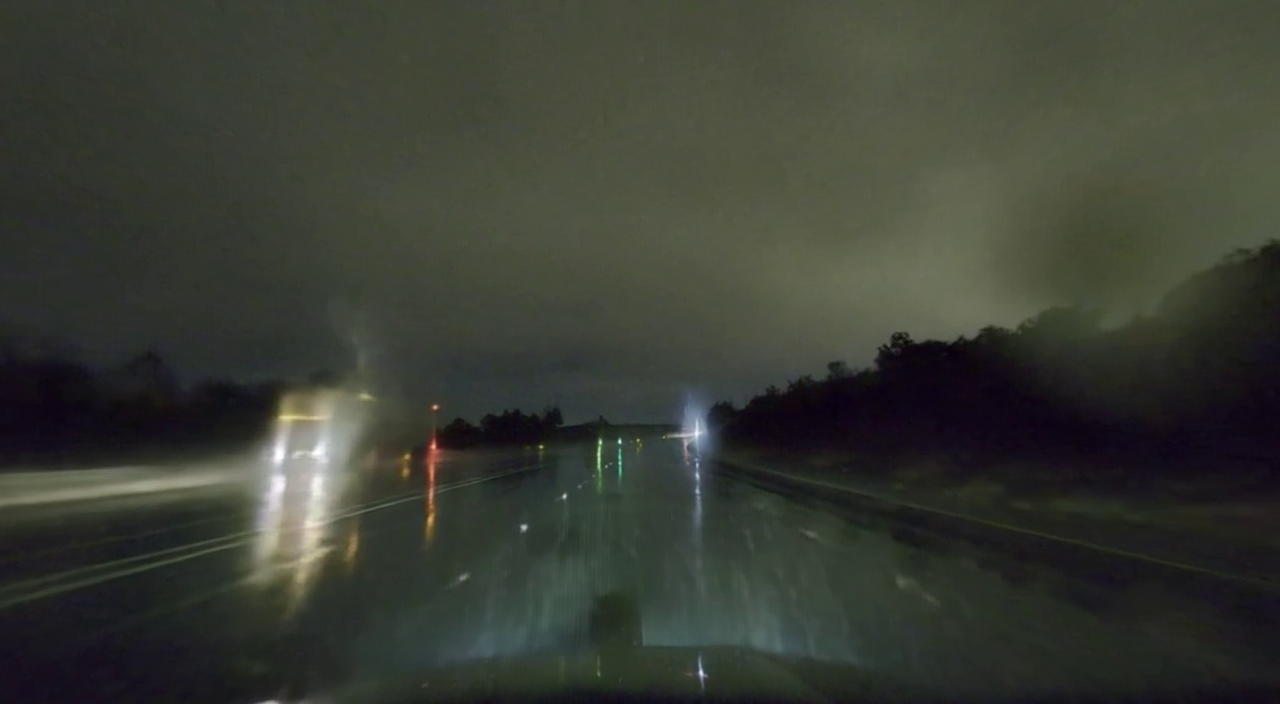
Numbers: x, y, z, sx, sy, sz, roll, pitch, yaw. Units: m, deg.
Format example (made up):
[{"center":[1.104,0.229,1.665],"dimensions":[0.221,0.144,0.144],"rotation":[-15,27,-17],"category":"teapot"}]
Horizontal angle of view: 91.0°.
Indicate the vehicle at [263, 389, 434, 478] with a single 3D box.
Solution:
[{"center":[-15.831,4.775,36.291],"dimensions":[3.282,4.100,13.995],"rotation":[0,-8,0],"category":"vehicle"}]
